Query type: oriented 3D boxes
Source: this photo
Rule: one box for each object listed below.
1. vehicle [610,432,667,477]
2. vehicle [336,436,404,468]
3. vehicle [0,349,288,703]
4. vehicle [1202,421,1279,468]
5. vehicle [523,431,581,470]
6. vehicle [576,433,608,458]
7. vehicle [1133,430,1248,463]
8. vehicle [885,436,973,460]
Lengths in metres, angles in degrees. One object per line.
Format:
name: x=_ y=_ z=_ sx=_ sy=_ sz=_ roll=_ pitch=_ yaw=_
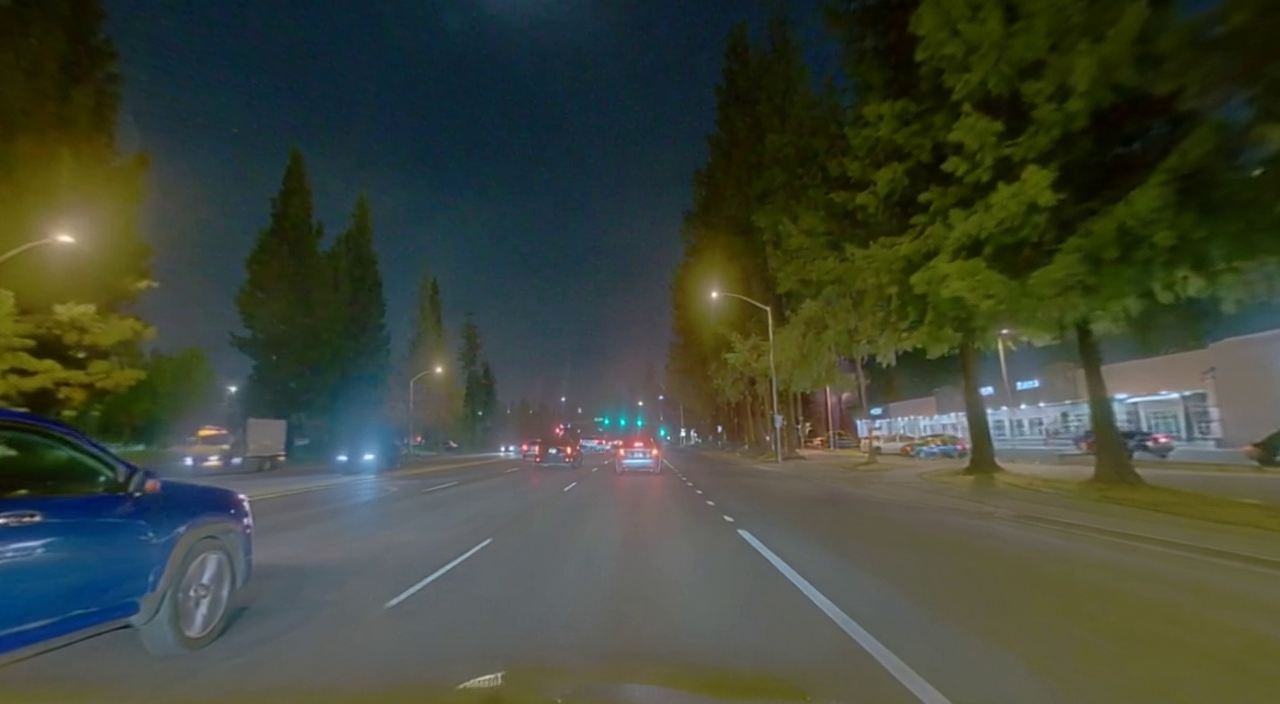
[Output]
vehicle: x=-0.058 y=4.043 z=25.007 sx=2.042 sy=1.641 sz=4.187 roll=0 pitch=-8 yaw=0
vehicle: x=-15.765 y=5.833 z=36.938 sx=2.028 sy=1.735 sz=4.444 roll=0 pitch=-8 yaw=-1
vehicle: x=-3.719 y=0.811 z=2.614 sx=2.070 sy=1.641 sz=4.152 roll=0 pitch=-8 yaw=0
vehicle: x=19.608 y=2.844 z=19.320 sx=1.466 sy=1.357 sz=3.288 roll=0 pitch=-8 yaw=-1
vehicle: x=-4.092 y=4.689 z=29.959 sx=2.113 sy=1.713 sz=4.422 roll=0 pitch=-8 yaw=1
vehicle: x=-3.596 y=7.183 z=48.182 sx=2.047 sy=1.810 sz=4.414 roll=0 pitch=-8 yaw=1
vehicle: x=28.864 y=4.948 z=33.018 sx=4.169 sy=1.643 sz=1.938 roll=0 pitch=-8 yaw=0
vehicle: x=17.734 y=5.899 z=38.617 sx=4.460 sy=1.449 sz=1.959 roll=0 pitch=-8 yaw=-2
